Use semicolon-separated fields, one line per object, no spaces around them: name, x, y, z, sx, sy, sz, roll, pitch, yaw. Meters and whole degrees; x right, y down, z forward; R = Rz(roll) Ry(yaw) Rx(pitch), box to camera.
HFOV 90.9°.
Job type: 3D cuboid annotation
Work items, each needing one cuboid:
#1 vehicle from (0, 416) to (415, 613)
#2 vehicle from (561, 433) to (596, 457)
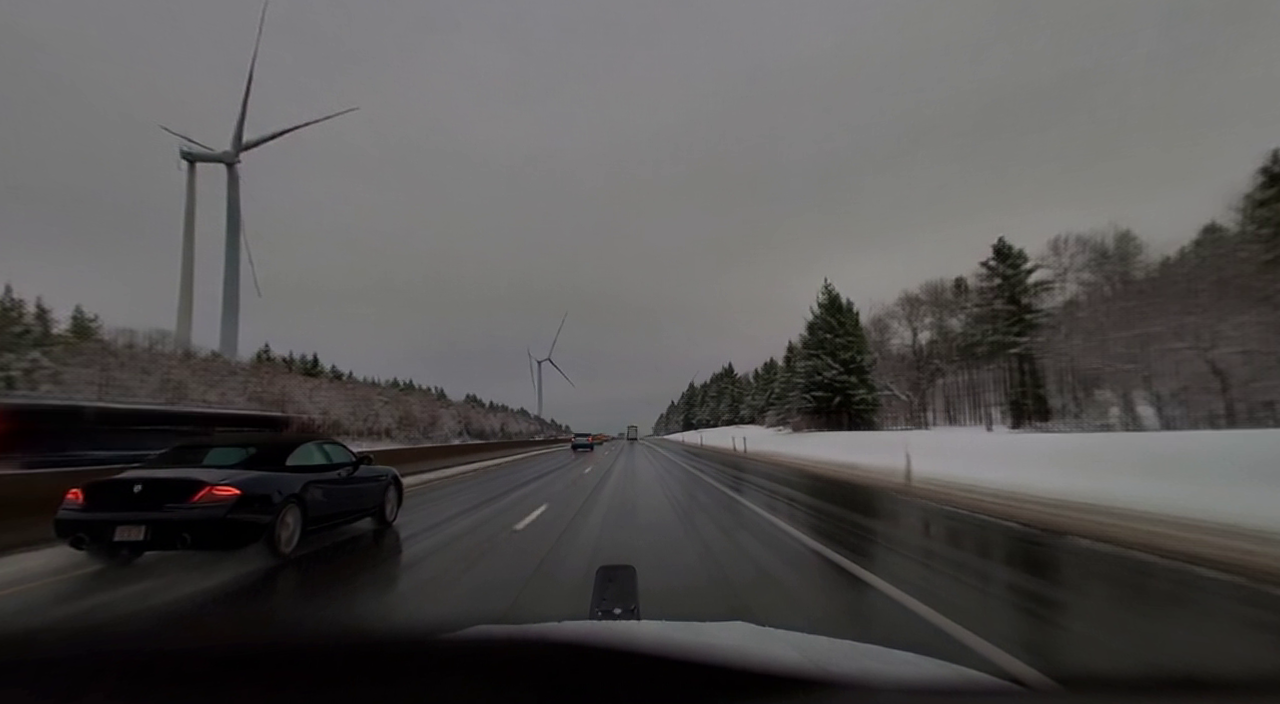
vehicle;-4.126;1.464;6.716;1.969;1.413;4.194;0;-8;-1
vehicle;-3.925;5.975;40.785;2.024;1.456;3.754;0;-8;-1
